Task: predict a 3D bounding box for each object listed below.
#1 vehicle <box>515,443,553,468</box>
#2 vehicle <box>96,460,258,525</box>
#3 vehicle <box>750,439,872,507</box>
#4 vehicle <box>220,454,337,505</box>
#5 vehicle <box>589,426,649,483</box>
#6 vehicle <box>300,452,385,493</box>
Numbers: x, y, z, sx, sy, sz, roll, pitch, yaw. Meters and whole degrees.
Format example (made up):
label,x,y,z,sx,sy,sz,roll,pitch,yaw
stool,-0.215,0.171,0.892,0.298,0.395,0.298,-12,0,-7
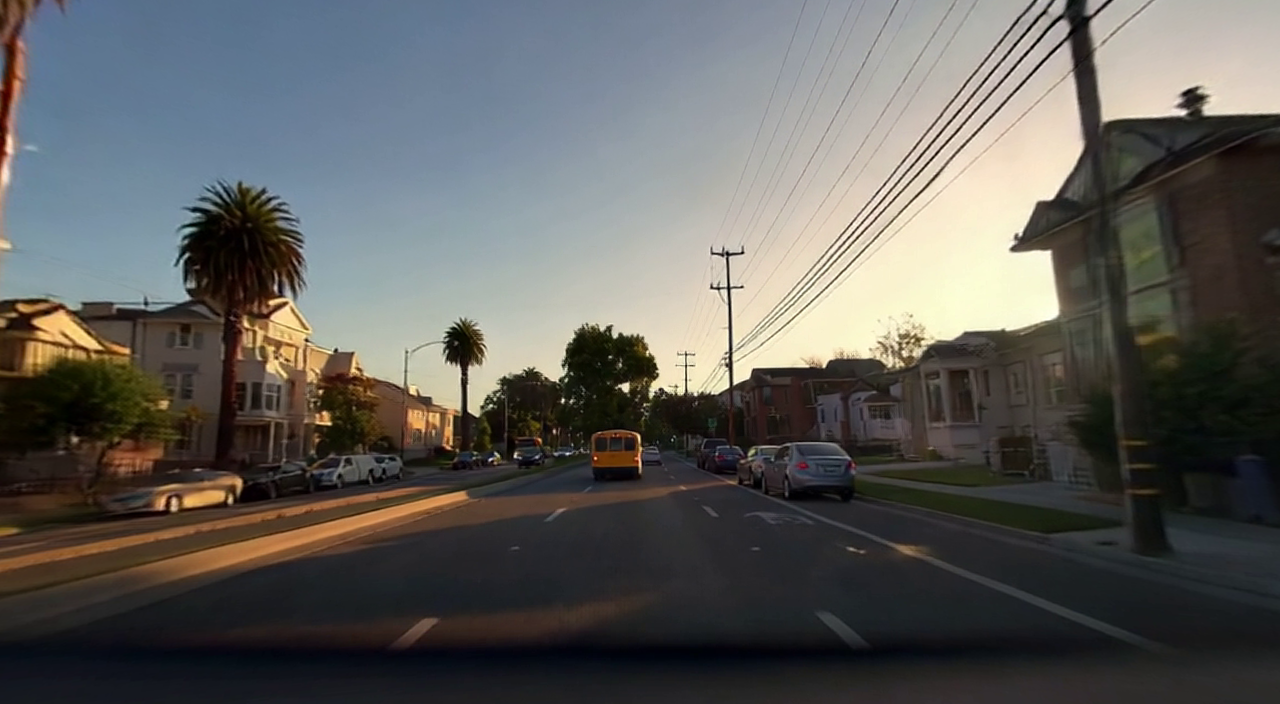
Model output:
label,x,y,z,sx,sy,sz,roll,pitch,yaw
vehicle,-7.978,7.816,47.921,2.096,1.798,4.831,0,-9,0
vehicle,-13.127,3.962,18.202,1.841,1.356,3.938,-6,-8,-2
vehicle,4.275,3.076,16.546,1.946,1.530,4.240,0,-9,-1
vehicle,-13.638,4.788,24.168,1.979,1.509,4.763,-3,-7,-4
vehicle,-0.909,4.080,25.236,2.168,2.040,4.527,0,-9,-3
vehicle,-14.112,5.691,30.215,2.041,1.643,4.665,-3,-9,-3
